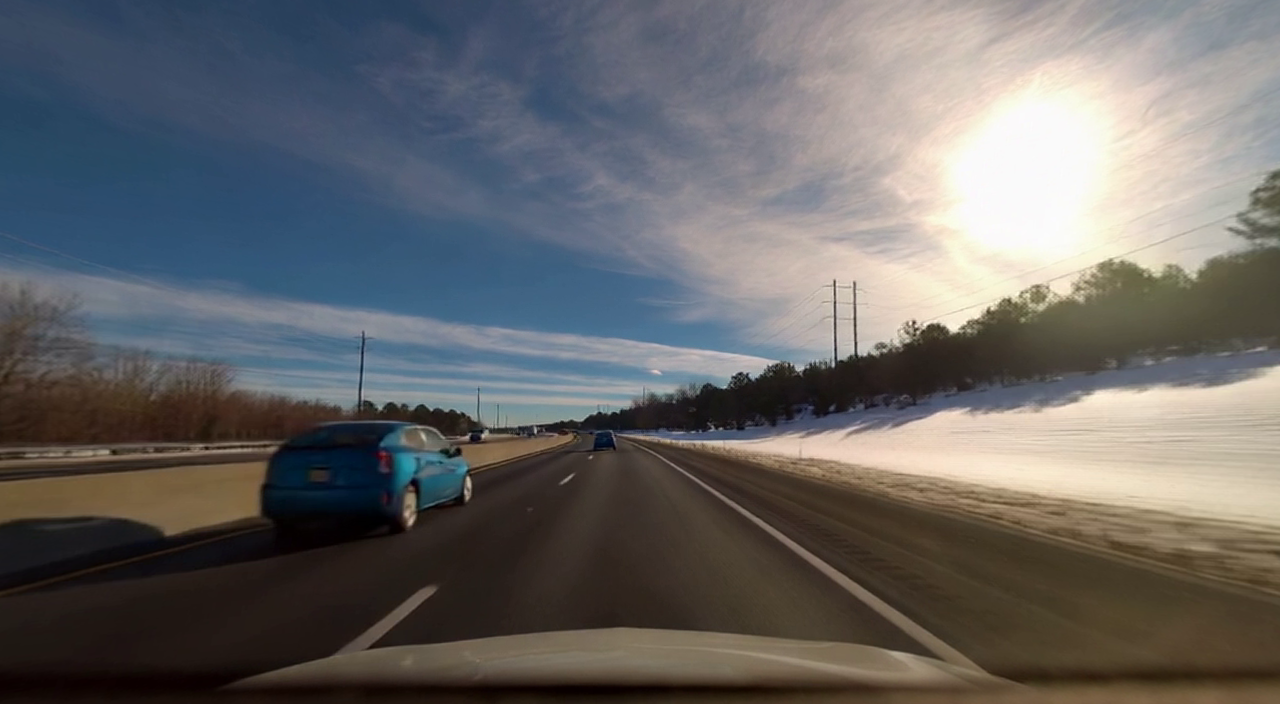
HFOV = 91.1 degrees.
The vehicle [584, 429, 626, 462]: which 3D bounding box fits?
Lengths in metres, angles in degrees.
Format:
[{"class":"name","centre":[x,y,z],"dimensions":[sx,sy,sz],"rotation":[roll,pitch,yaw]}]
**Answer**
[{"class":"vehicle","centre":[-1.698,4.665,31.574],"dimensions":[1.999,1.536,3.969],"rotation":[0,-8,-1]}]

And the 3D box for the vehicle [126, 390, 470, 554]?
[{"class":"vehicle","centre":[-4.293,1.611,9.253],"dimensions":[2.189,1.704,5.205],"rotation":[0,-8,-1]}]
